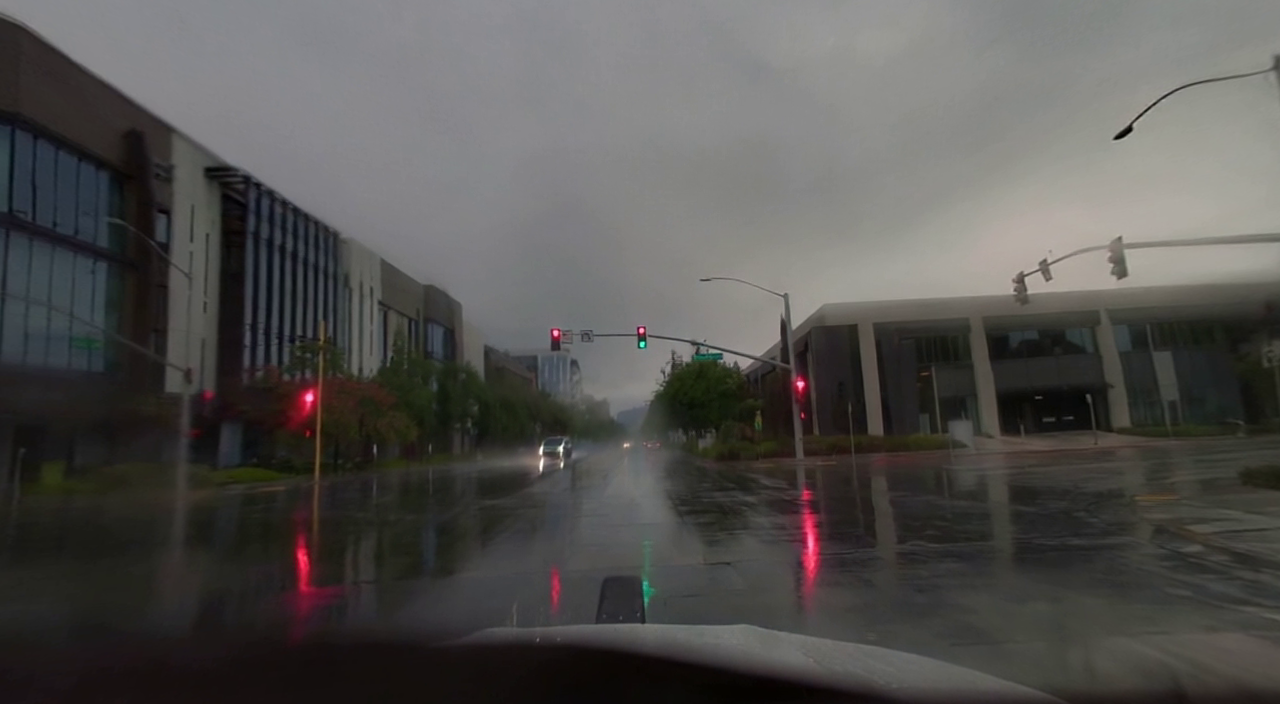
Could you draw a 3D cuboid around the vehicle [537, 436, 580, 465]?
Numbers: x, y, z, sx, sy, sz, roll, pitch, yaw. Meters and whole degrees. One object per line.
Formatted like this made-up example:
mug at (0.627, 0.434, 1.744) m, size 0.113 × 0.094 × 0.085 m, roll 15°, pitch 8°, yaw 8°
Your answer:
vehicle at (-4.887, 5.963, 38.380) m, size 1.988 × 1.666 × 4.074 m, roll 0°, pitch -9°, yaw 0°
